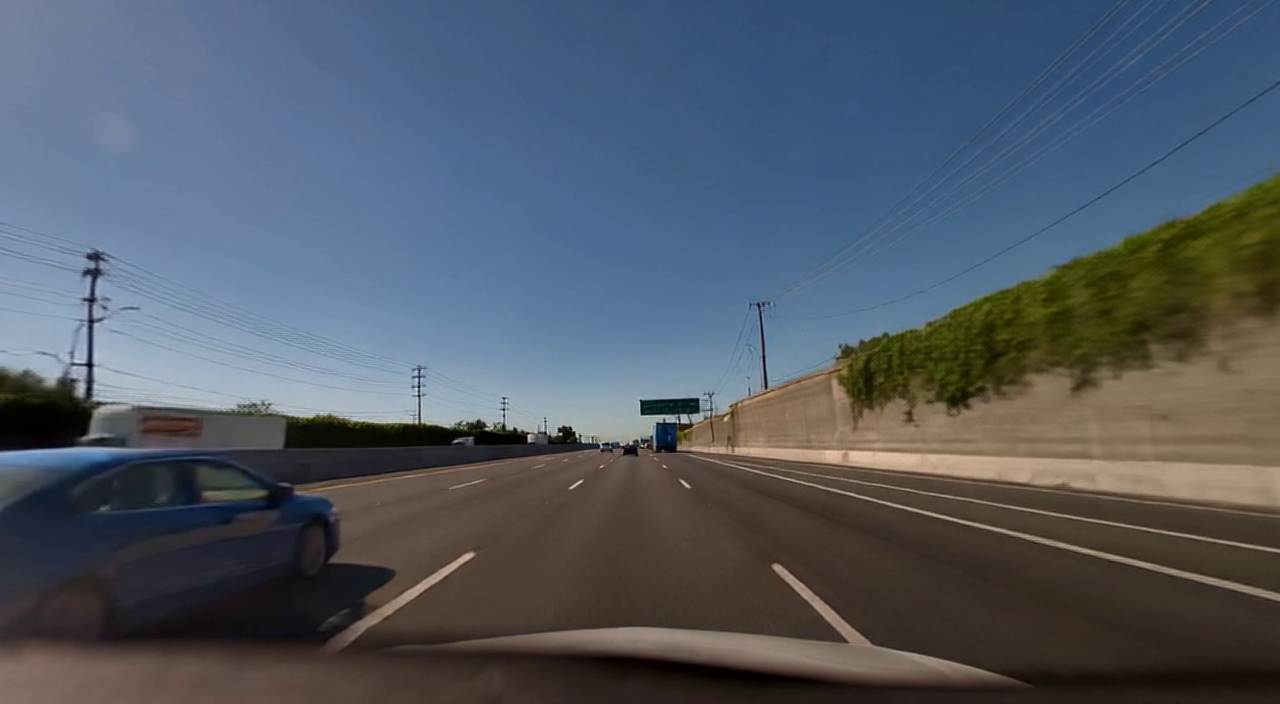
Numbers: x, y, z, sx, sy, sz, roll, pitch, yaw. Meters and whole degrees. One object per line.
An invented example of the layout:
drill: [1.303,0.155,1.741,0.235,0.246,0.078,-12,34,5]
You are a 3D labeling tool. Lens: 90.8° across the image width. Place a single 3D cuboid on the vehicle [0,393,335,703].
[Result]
vehicle: [-3.961,1.127,3.958,2.009,1.533,4.175,0,-9,0]
